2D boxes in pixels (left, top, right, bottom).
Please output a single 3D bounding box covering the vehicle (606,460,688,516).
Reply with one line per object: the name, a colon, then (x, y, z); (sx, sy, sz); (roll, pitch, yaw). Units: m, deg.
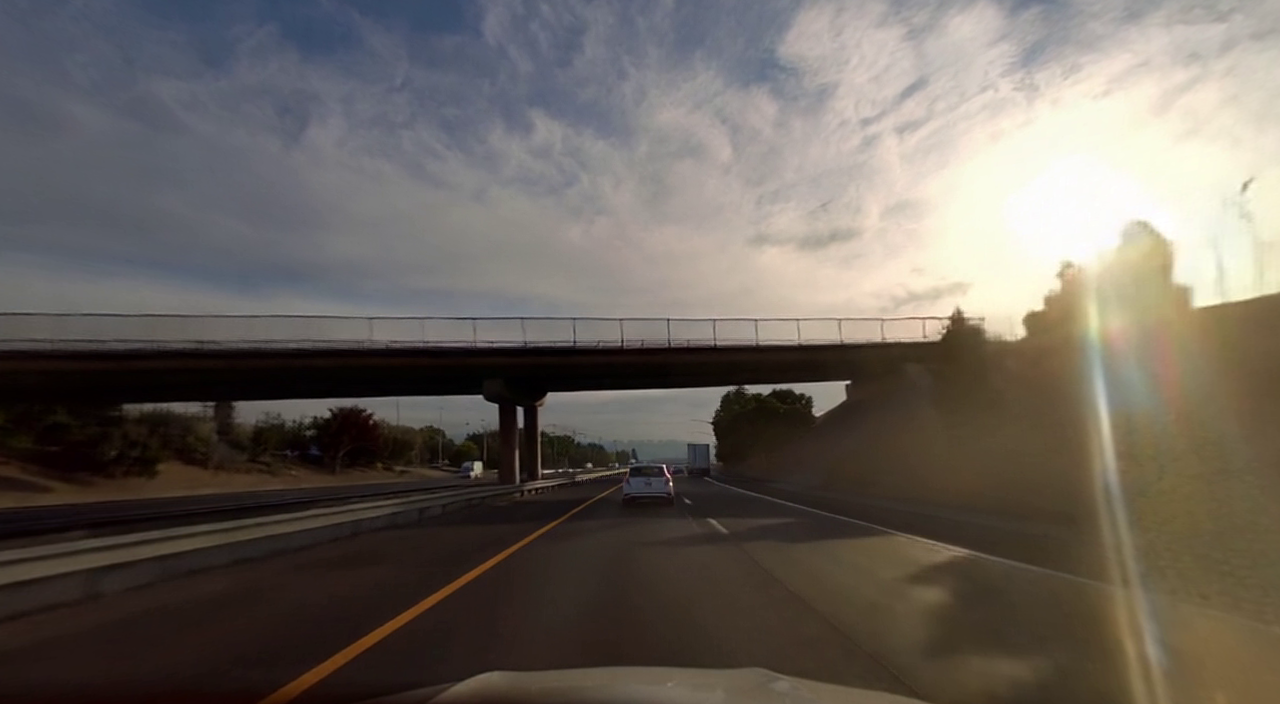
vehicle: (0.187, 3.958, 18.551); (2.156, 1.444, 3.762); (1, -10, 0)
